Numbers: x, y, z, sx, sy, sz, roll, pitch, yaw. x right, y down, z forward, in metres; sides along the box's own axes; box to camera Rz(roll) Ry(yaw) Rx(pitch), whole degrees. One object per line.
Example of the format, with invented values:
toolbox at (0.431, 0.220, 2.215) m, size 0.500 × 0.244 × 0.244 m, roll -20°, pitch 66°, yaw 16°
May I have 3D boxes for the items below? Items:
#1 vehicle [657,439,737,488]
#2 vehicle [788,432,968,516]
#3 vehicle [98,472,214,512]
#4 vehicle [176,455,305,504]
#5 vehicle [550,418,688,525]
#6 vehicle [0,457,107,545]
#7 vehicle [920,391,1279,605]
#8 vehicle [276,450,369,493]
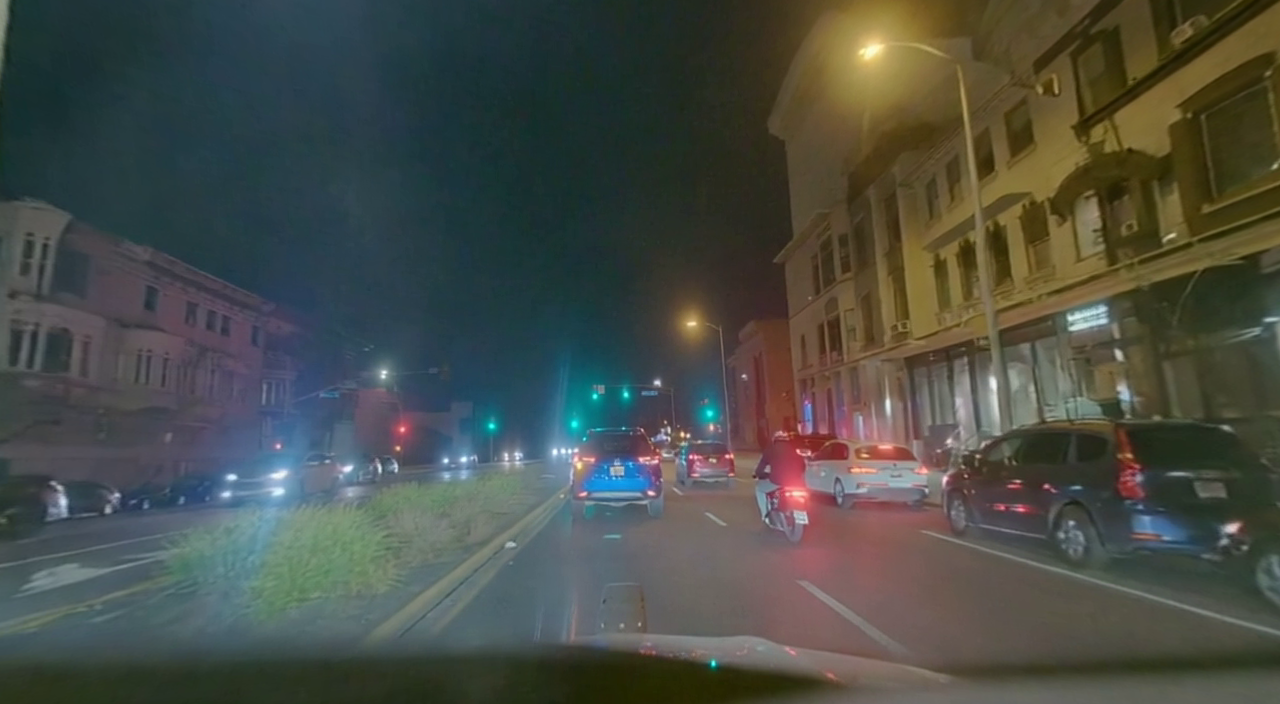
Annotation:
vehicle at (1.835, 3.783, 21.726) m, size 2.101 × 1.507 × 4.355 m, roll 0°, pitch -9°, yaw -3°
vehicle at (4.958, 2.608, 14.001) m, size 2.012 × 1.532 × 4.565 m, roll 0°, pitch -9°, yaw -3°
vehicle at (-21.929, 6.322, 28.812) m, size 1.983 × 1.474 × 4.364 m, roll 0°, pitch -9°, yaw -3°
vehicle at (-18.336, 5.850, 29.470) m, size 2.400 × 1.913 × 6.066 m, roll 0°, pitch -9°, yaw -4°
vehicle at (-0.416, 2.290, 12.579) m, size 2.265 × 1.748 × 4.130 m, roll 0°, pitch -9°, yaw -2°
vehicle at (-13.798, 3.039, 12.810) m, size 1.880 × 1.702 × 4.719 m, roll 0°, pitch -9°, yaw -2°
vehicle at (5.336, 1.488, 7.269) m, size 2.094 × 1.719 × 4.150 m, roll 0°, pitch -9°, yaw -3°
vehicle at (-15.086, 5.678, 30.367) m, size 2.267 × 1.831 × 4.702 m, roll 0°, pitch -9°, yaw -4°
